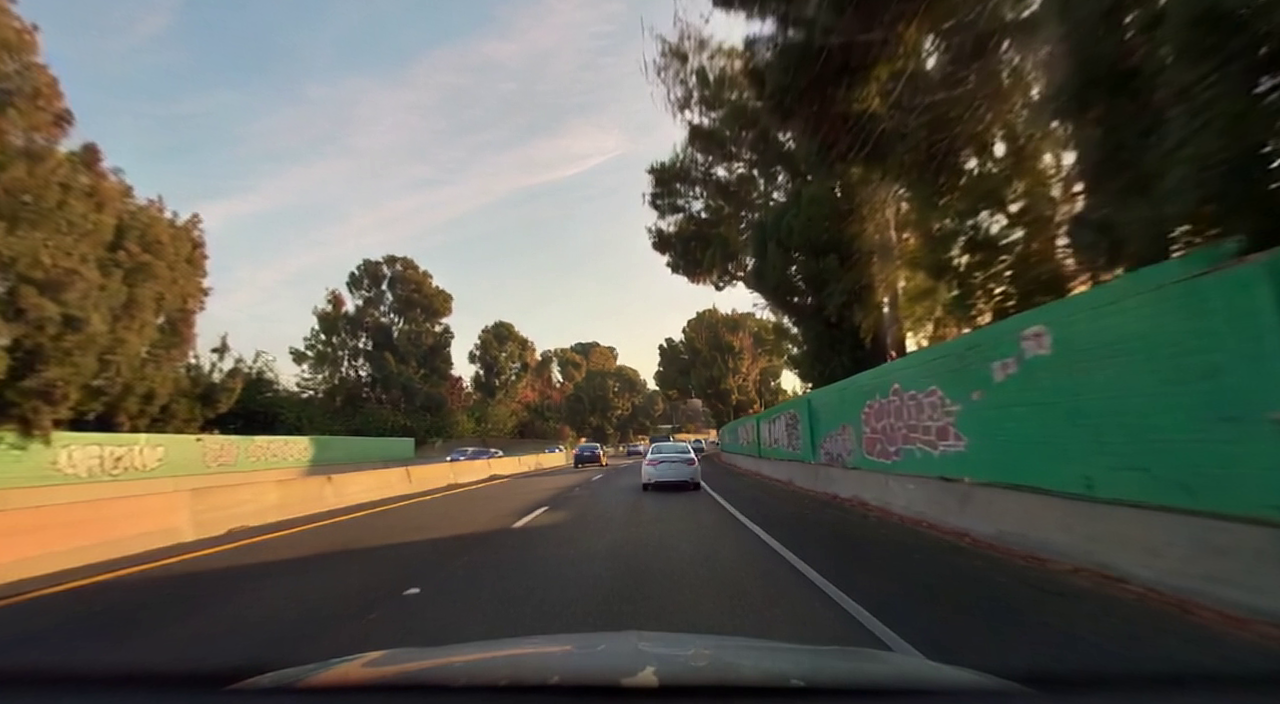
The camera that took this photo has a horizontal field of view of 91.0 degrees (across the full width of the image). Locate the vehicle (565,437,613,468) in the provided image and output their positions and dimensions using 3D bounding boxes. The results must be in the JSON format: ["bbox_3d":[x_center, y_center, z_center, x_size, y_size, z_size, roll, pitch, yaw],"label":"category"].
[{"bbox_3d":[-2.696,5.387,34.032,2.105,1.571,3.727,0,-8,3],"label":"vehicle"}]

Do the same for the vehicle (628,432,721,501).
[{"bbox_3d":[0.789,2.829,15.997,2.077,1.533,3.854,0,-8,1],"label":"vehicle"}]

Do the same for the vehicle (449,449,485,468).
[{"bbox_3d":[-13.330,8.219,48.695,1.684,1.412,3.399,0,-8,3],"label":"vehicle"}]
